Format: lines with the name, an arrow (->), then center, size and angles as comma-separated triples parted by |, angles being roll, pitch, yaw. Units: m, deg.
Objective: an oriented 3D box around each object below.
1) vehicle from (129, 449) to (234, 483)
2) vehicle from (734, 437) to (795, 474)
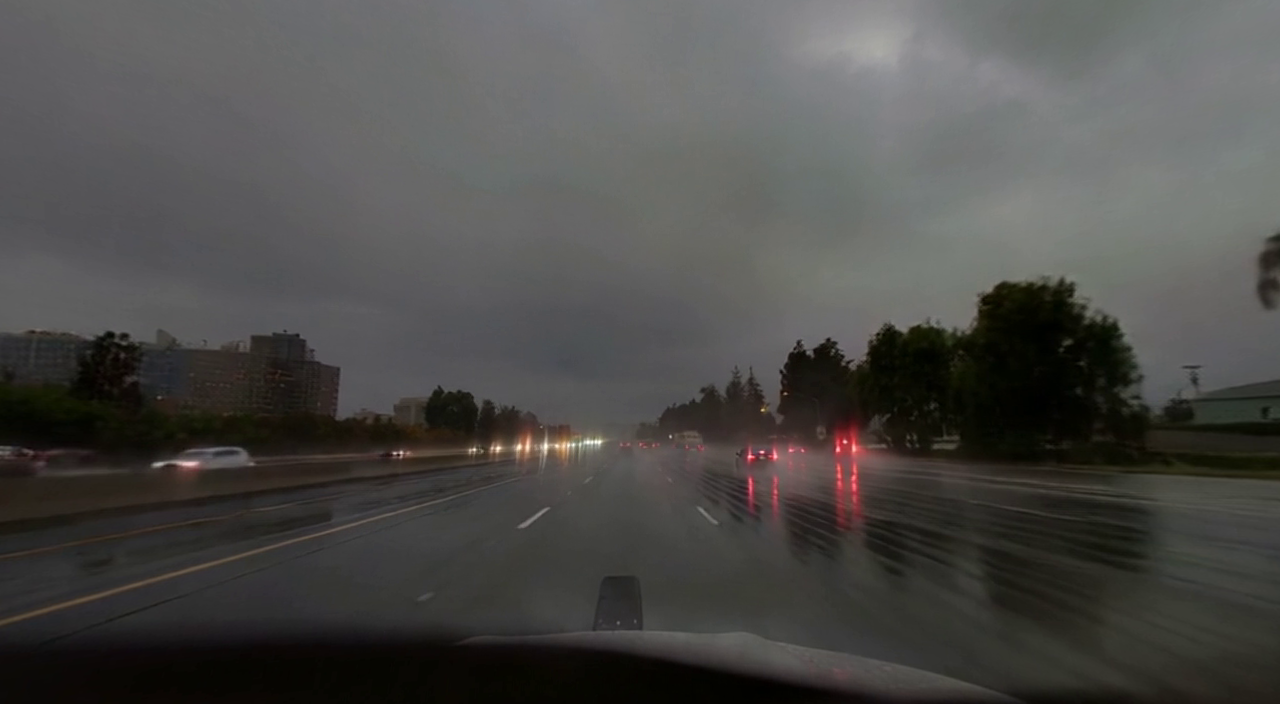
vehicle -> -22.580, 5.608, 31.363 | 1.855, 1.501, 4.438 | 0, -9, 0
vehicle -> 6.115, 5.139, 31.505 | 2.030, 1.706, 4.279 | 0, -9, -1
